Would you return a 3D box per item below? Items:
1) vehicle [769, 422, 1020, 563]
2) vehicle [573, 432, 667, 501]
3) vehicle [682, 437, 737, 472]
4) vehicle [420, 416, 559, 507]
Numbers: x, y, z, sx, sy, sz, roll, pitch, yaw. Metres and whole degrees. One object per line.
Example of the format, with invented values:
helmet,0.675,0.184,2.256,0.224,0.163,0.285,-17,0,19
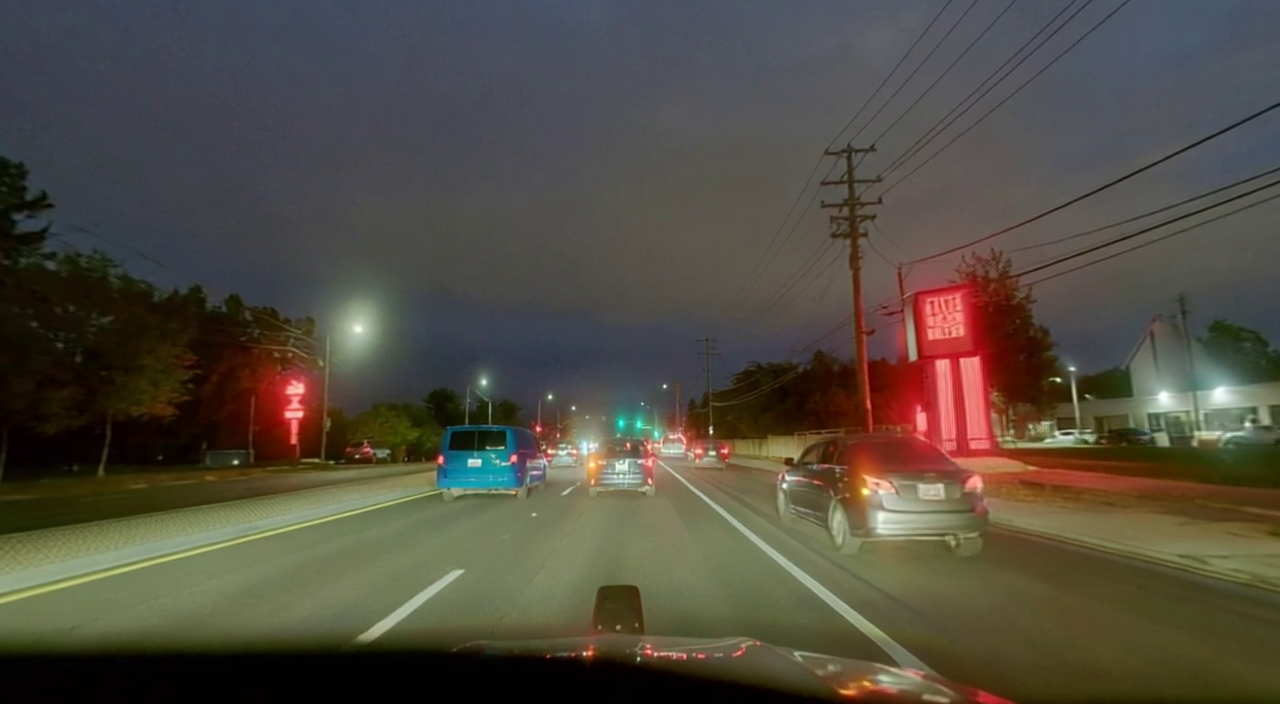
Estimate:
vehicle,3.175,1.811,8.822,1.880,1.521,3.724,0,-8,-1
vehicle,-0.438,2.833,16.000,2.097,1.511,3.809,0,-8,0
vehicle,3.105,4.688,29.044,1.878,1.479,4.461,0,-8,-2
vehicle,-3.368,2.570,15.234,2.092,1.839,4.736,0,-8,1
